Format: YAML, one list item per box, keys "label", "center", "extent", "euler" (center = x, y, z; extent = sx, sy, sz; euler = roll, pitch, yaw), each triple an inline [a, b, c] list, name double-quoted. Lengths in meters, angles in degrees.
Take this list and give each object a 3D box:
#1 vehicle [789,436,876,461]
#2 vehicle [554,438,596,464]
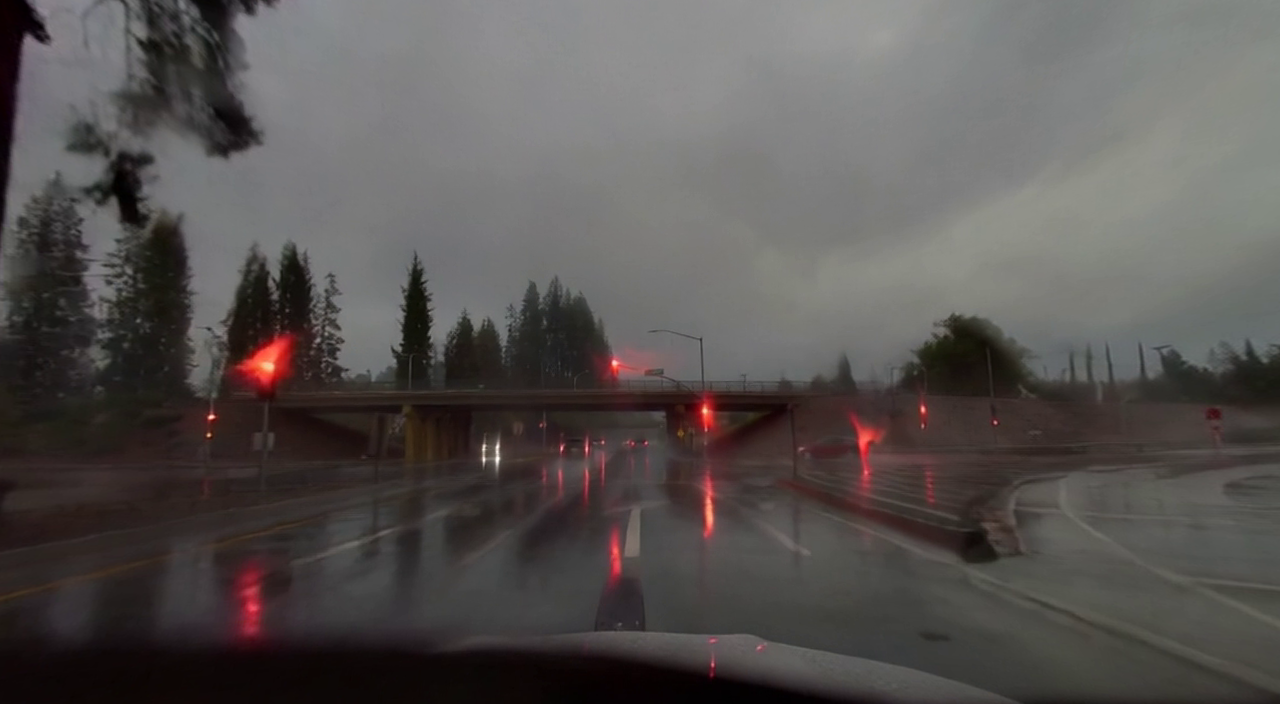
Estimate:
- label: "vehicle"
  center: [11.690, 5.887, 38.602]
  extent: [4.691, 1.466, 1.800]
  euler: [1, -9, -6]
- label: "vehicle"
  center: [-3.869, 6.051, 38.485]
  extent: [2.082, 1.472, 4.310]
  euler: [0, -9, 0]
